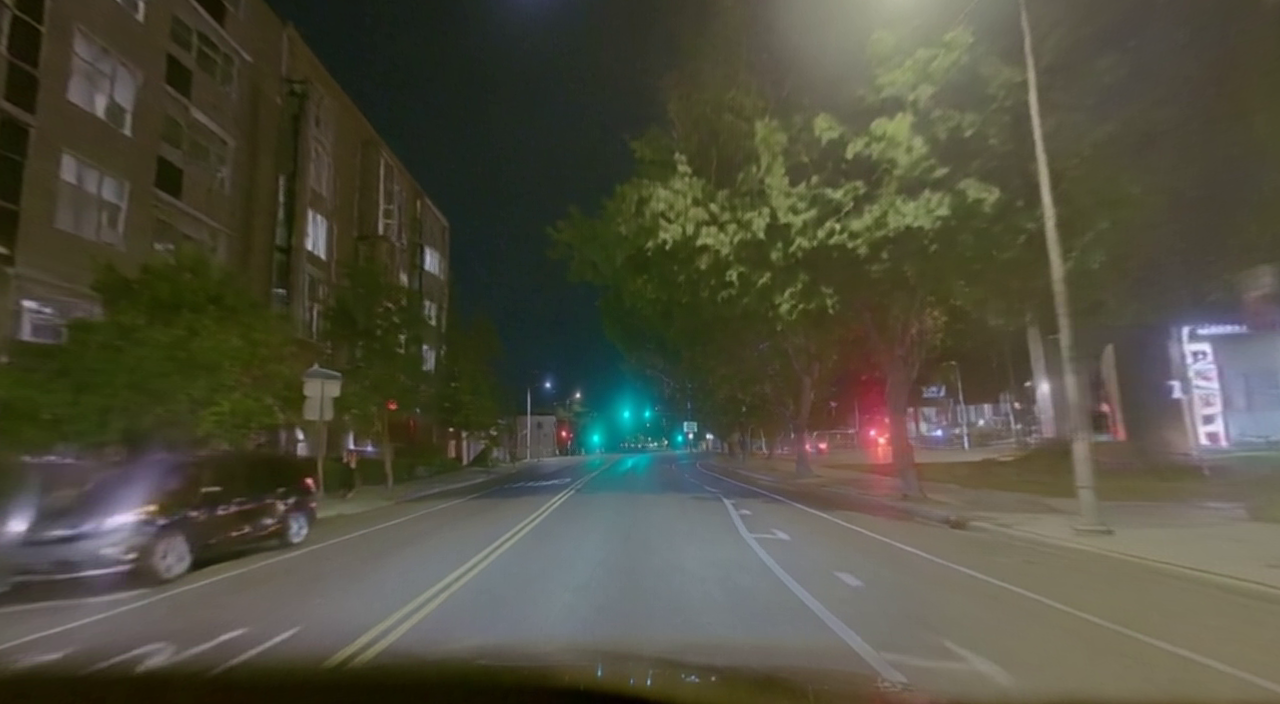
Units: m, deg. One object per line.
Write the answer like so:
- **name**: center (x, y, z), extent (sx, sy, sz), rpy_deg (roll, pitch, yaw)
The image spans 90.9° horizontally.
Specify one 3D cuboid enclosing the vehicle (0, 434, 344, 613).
- **vehicle**: center (-6.325, 2.009, 8.617), extent (2.147, 1.701, 4.879), rpy_deg (0, -8, 1)
